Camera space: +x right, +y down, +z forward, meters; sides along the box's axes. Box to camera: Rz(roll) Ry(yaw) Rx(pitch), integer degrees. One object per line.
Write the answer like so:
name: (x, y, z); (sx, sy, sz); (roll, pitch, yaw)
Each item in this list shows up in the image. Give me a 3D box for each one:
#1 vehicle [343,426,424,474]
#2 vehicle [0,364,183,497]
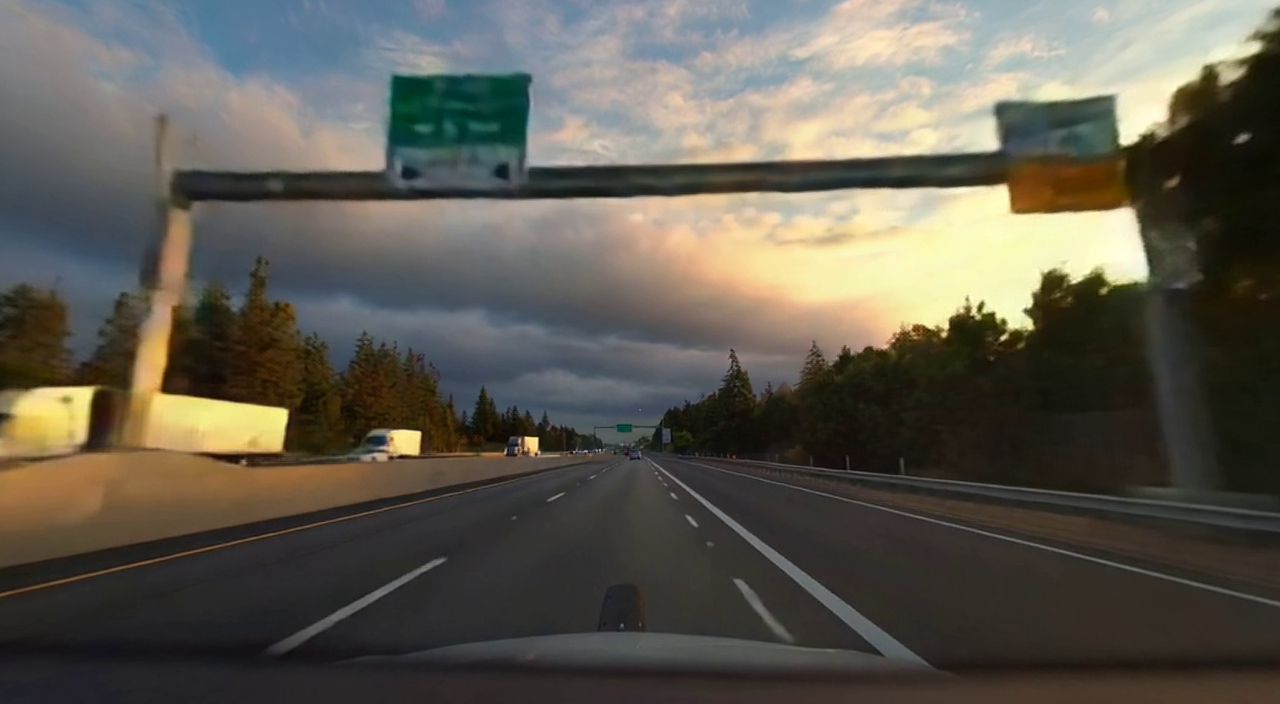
vehicle: (-17.089, 6.599, 42.529); (2.659, 2.913, 6.929); (0, -9, -1)
vehicle: (-20.612, 2.901, 22.329); (2.969, 3.921, 7.766); (0, -9, -2)
